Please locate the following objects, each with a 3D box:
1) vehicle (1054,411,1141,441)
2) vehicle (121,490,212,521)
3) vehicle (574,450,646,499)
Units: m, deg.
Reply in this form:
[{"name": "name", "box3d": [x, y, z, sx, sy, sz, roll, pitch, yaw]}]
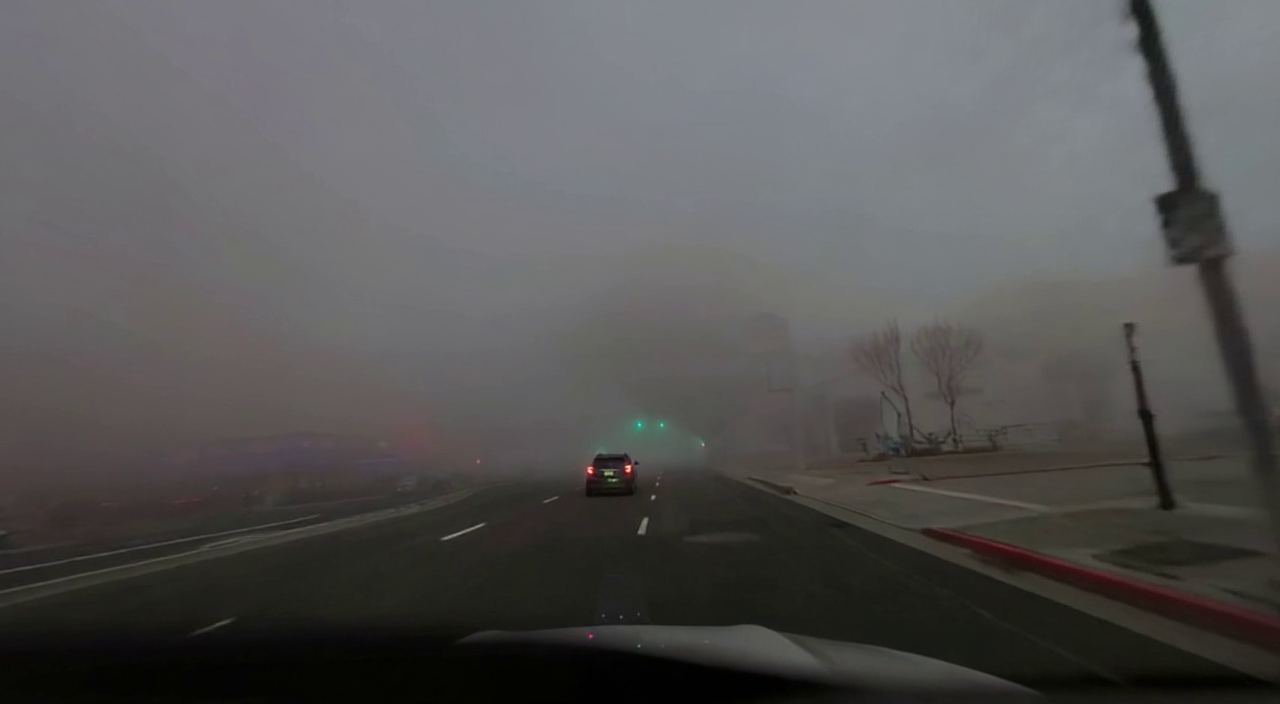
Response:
[{"name": "vehicle", "box3d": [27.582, 4.551, 38.342, 1.965, 1.693, 4.635, -1, -9, 3]}, {"name": "vehicle", "box3d": [-30.177, 9.788, 40.445, 1.817, 1.485, 4.436, -2, -9, 13]}, {"name": "vehicle", "box3d": [-0.883, 4.026, 21.157, 1.977, 1.451, 4.032, -1, -9, 3]}]
